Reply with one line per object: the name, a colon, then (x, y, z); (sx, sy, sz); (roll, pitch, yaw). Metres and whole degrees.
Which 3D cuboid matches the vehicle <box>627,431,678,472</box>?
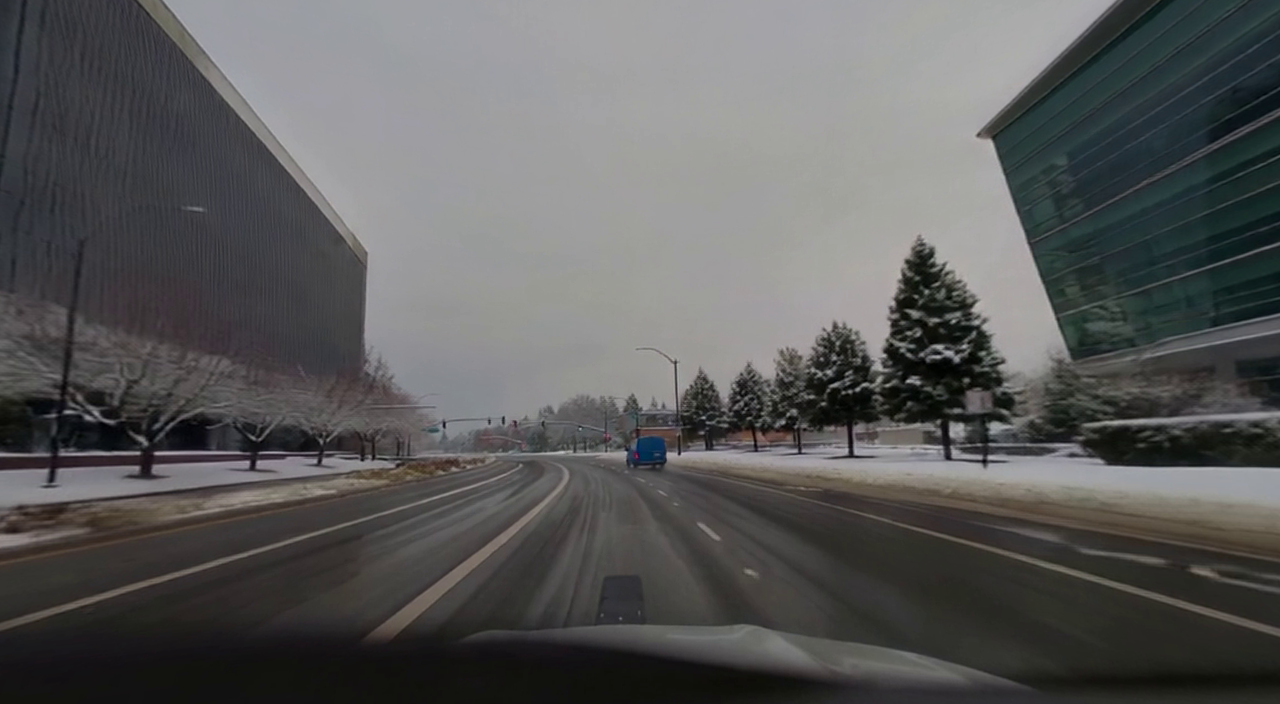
vehicle: (0.646, 5.913, 37.549); (2.339, 2.244, 4.817); (1, -9, -8)
